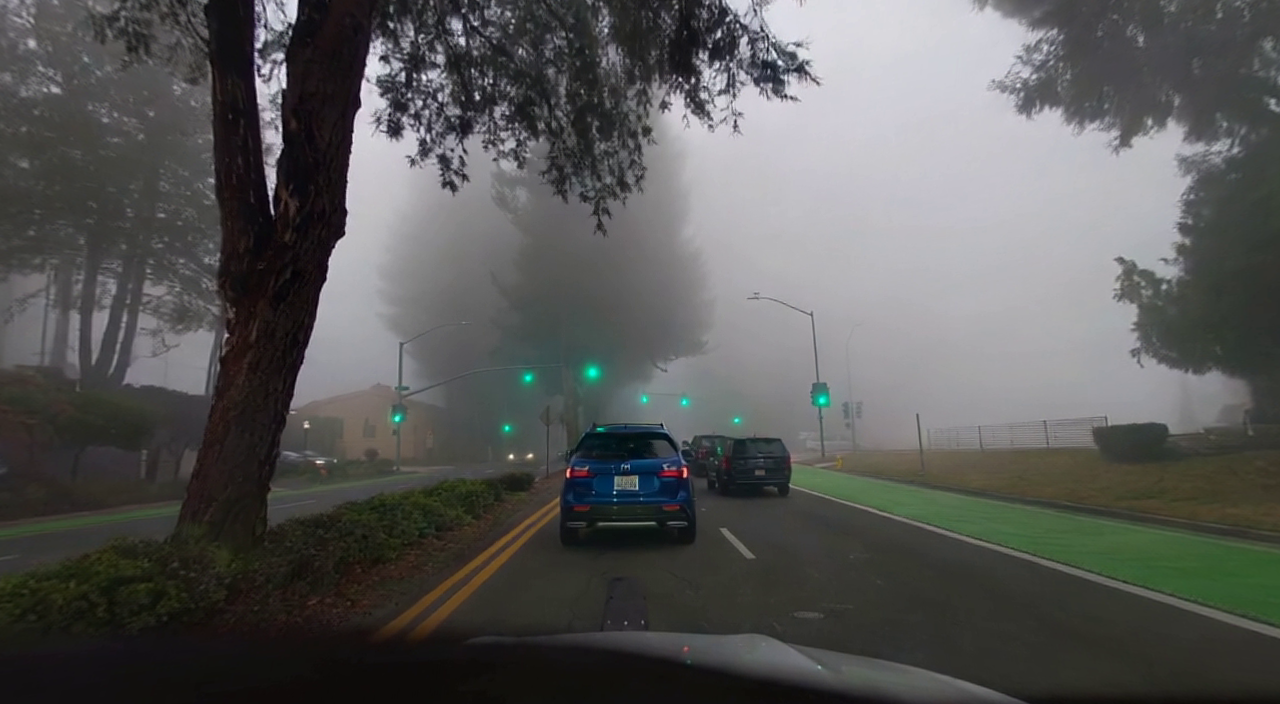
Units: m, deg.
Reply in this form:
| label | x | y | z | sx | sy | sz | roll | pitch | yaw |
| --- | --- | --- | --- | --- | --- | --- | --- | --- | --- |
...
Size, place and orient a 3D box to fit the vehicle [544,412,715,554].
| label | x | y | z | sx | sy | sz | roll | pitch | yaw |
| --- | --- | --- | --- | --- | --- | --- | --- | --- | --- |
| vehicle | -0.114 | 1.915 | 9.839 | 2.109 | 1.730 | 3.963 | 0 | -8 | 1 |

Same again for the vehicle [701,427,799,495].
| label | x | y | z | sx | sy | sz | roll | pitch | yaw |
| --- | --- | --- | --- | --- | --- | --- | --- | --- | --- |
| vehicle | 3.189 | 3.284 | 19.351 | 2.189 | 1.815 | 4.495 | 0 | -8 | 0 |
